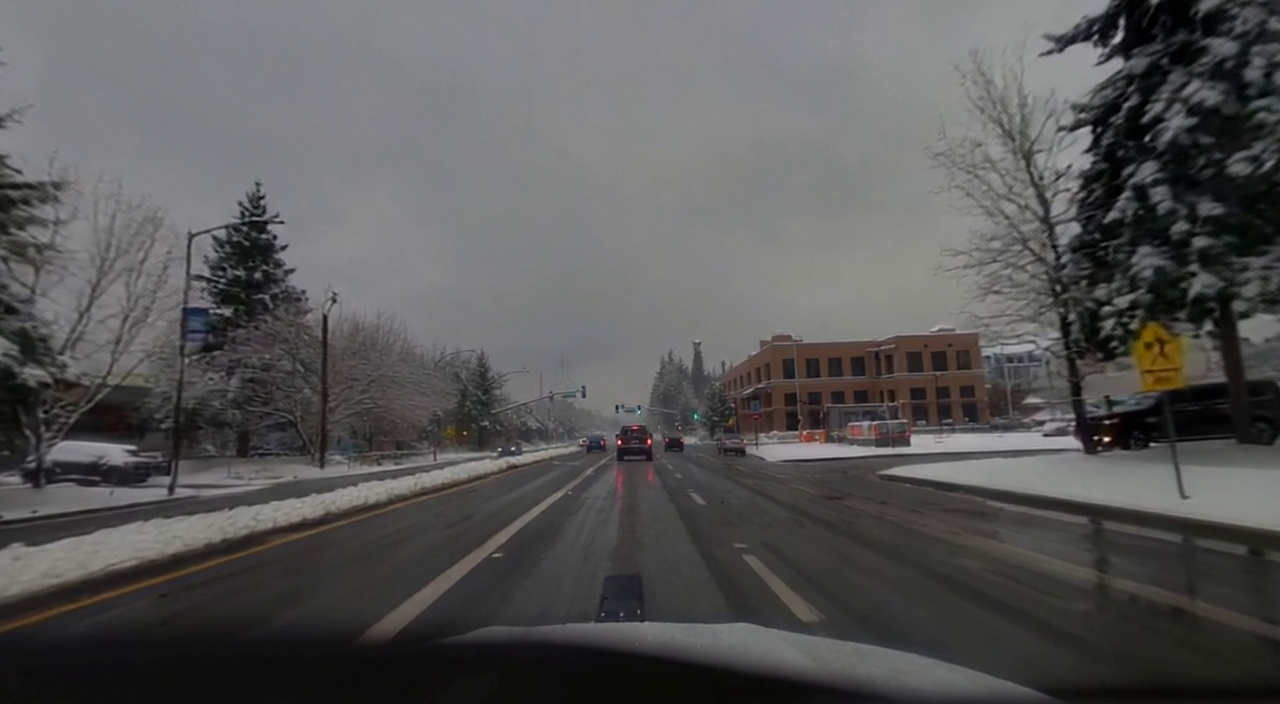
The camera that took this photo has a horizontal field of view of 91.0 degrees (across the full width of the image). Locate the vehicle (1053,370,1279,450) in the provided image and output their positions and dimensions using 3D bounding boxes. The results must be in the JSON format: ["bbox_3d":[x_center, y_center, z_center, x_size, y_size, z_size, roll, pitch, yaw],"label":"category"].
[{"bbox_3d":[16.029,1.868,19.001,5.631,2.106,2.298,-6,-11,38],"label":"vehicle"}]

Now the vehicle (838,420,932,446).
[{"bbox_3d":[15.005,5.003,38.663,4.986,1.467,2.025,-6,-10,34],"label":"vehicle"}]

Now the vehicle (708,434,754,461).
[{"bbox_3d":[5.297,5.606,37.143,2.145,1.503,4.267,0,-8,1],"label":"vehicle"}]

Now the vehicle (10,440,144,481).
[{"bbox_3d":[-27.942,5.335,31.362,2.023,1.885,4.626,-8,-11,42],"label":"vehicle"}]

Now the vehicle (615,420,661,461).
[{"bbox_3d":[-0.164,5.004,35.421,2.350,2.122,5.801,0,-8,-1],"label":"vehicle"}]
